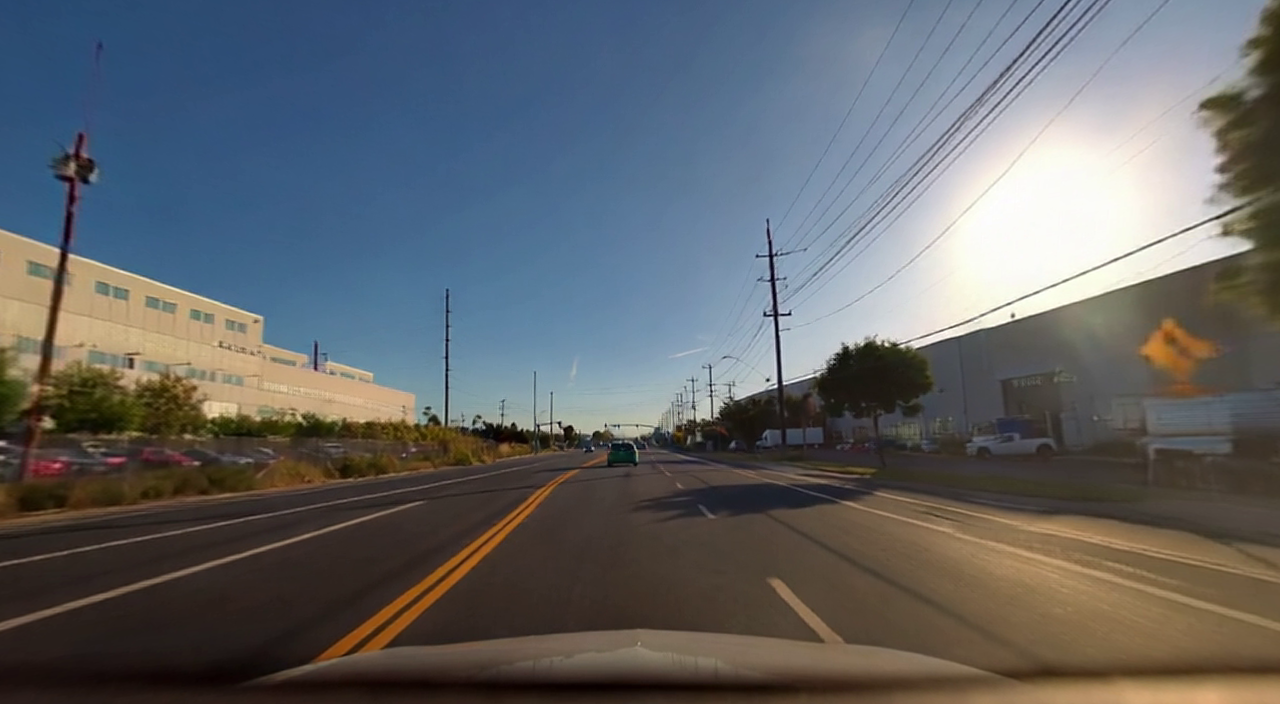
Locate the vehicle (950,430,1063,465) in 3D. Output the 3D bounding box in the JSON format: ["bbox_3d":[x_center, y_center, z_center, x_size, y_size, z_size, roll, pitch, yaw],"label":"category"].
[{"bbox_3d":[23.208,6.071,40.214,5.669,2.073,2.297,-1,-8,2],"label":"vehicle"}]

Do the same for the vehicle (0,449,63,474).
[{"bbox_3d":[-39.612,6.910,39.778,4.525,1.491,1.908,0,-8,-1],"label":"vehicle"}]

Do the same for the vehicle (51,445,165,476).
[{"bbox_3d":[-26.619,5.416,31.719,3.983,1.472,1.898,0,-8,0],"label":"vehicle"}]

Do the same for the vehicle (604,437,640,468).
[{"bbox_3d":[-0.986,5.604,35.352,1.937,1.588,3.746,0,-8,-1],"label":"vehicle"}]

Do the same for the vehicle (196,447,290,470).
[{"bbox_3d":[-26.510,7.085,42.305,4.728,1.431,2.287,0,-8,-2],"label":"vehicle"}]
